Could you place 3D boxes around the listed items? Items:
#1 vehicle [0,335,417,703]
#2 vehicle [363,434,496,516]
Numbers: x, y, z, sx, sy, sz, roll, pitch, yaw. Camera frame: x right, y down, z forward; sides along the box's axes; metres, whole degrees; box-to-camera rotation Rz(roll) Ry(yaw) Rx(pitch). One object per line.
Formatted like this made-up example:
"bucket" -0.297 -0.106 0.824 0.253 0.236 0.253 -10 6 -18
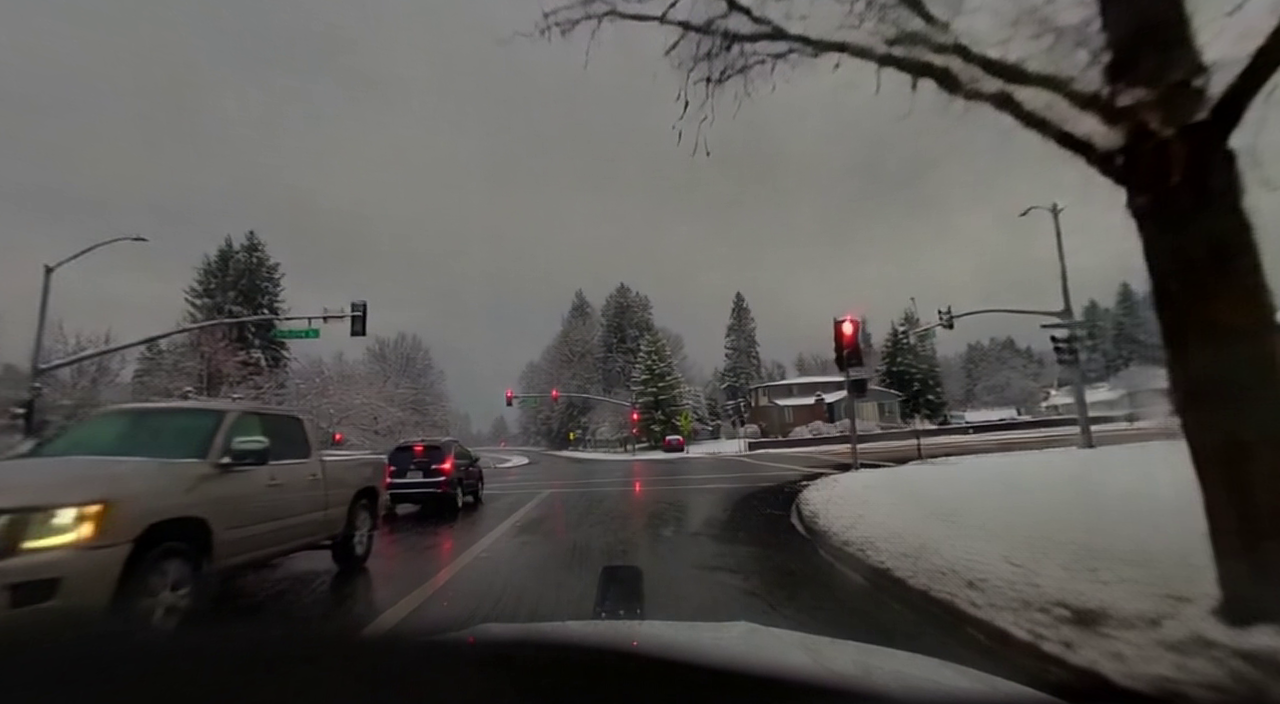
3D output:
"vehicle" -3.617 1.167 5.188 2.041 1.834 4.679 0 -9 -3
"vehicle" -4.447 2.620 13.980 1.777 1.537 3.831 0 -9 -3
